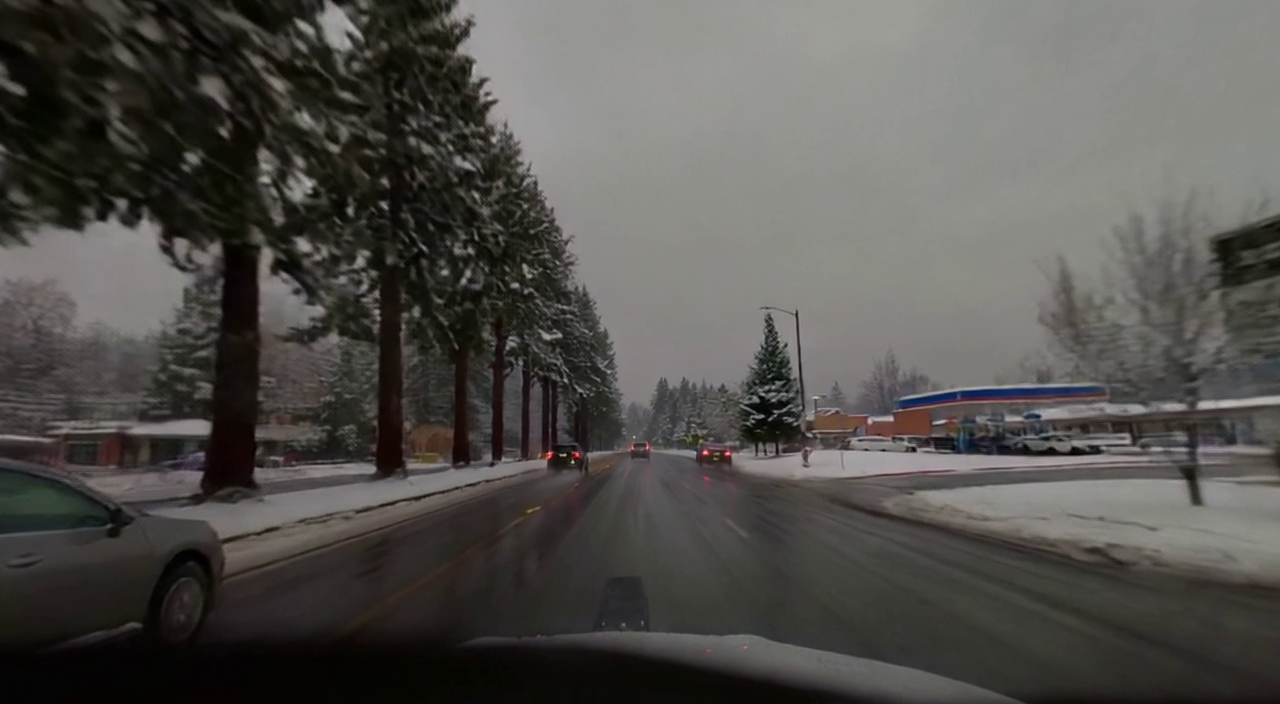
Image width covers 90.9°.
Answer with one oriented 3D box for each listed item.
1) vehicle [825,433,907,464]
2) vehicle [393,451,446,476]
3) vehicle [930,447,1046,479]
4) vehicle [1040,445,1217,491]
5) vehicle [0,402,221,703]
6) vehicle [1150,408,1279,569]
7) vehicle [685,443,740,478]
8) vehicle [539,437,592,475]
[{"bbox_3d":[14.118,6.081,39.744,2.097,1.779,4.720,4,-9,-24],"label":"vehicle"},{"bbox_3d":[-14.717,7.437,42.293,1.977,1.491,4.496,1,-8,-1],"label":"vehicle"},{"bbox_3d":[16.818,5.328,30.525,4.717,1.461,1.874,2,-9,-11],"label":"vehicle"},{"bbox_3d":[16.749,3.982,21.739,4.624,1.460,1.901,1,-9,-4],"label":"vehicle"},{"bbox_3d":[-3.924,0.831,1.760,1.988,1.530,5.155,0,-9,0],"label":"vehicle"},{"bbox_3d":[9.305,1.631,7.739,4.526,1.768,2.056,1,-9,-8],"label":"vehicle"},{"bbox_3d":[3.309,5.055,29.652,2.010,1.486,4.498,0,-9,-1],"label":"vehicle"},{"bbox_3d":[-3.645,5.204,31.647,2.051,1.747,4.370,0,-9,1],"label":"vehicle"}]
